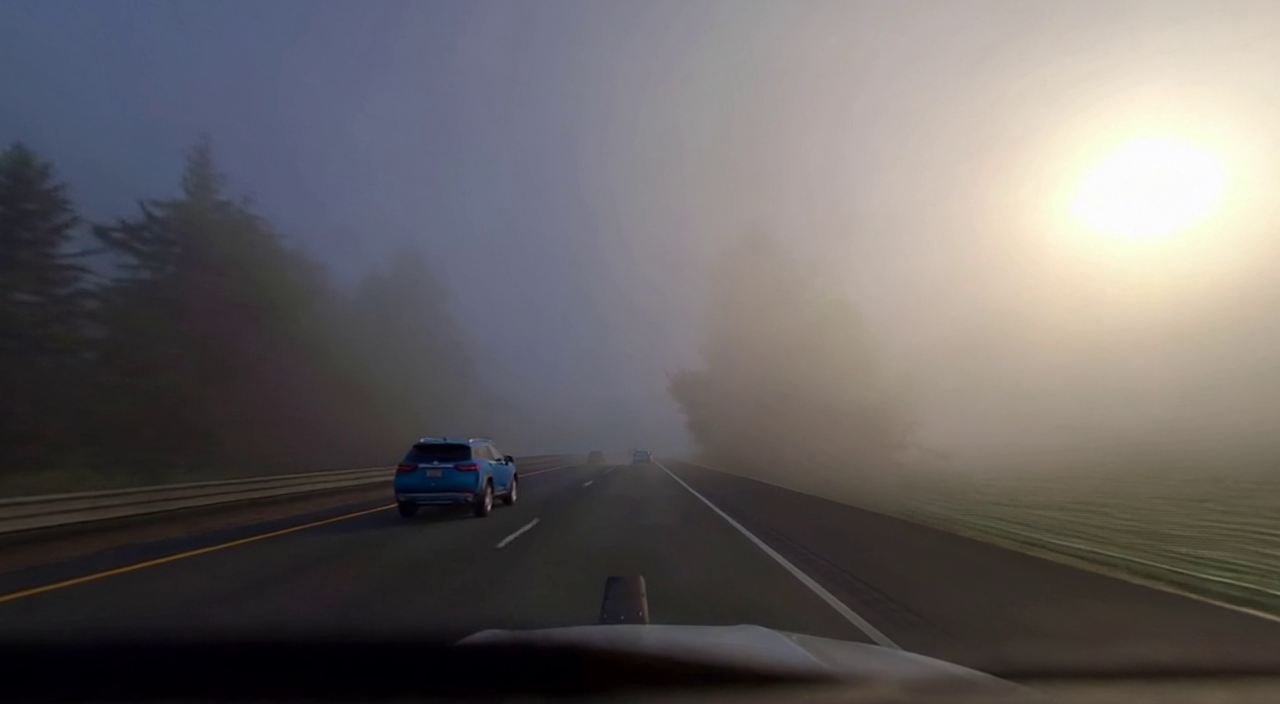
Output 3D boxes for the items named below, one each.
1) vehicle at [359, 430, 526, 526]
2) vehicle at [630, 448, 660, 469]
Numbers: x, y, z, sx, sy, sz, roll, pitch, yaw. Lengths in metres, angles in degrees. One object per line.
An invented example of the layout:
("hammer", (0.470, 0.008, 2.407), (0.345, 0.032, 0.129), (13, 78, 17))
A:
("vehicle", (-3.850, 2.531, 13.230), (2.100, 1.667, 4.223), (0, -9, 0))
("vehicle", (0.295, 7.598, 45.293), (2.046, 1.452, 4.407), (0, -9, -1))
